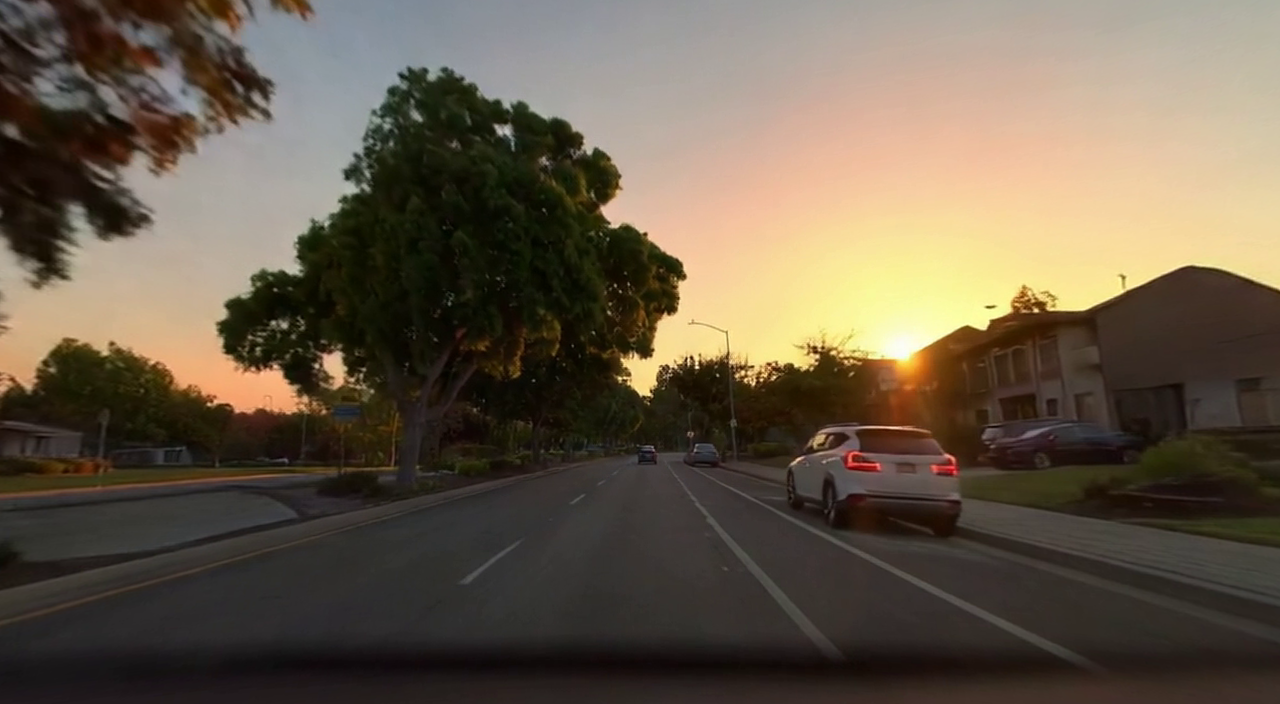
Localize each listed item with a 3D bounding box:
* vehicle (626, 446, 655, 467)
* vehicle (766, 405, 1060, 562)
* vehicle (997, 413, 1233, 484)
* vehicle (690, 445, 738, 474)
[{"bbox_3d":[0.058,7.771,46.721,2.054,1.456,4.003,0,-8,1],"label":"vehicle"},{"bbox_3d":[3.750,1.941,10.094,2.203,1.828,5.336,0,-9,-2],"label":"vehicle"},{"bbox_3d":[12.755,2.607,17.138,4.694,1.622,2.067,-2,-7,1],"label":"vehicle"},{"bbox_3d":[4.178,6.141,35.972,2.069,1.491,4.676,1,-9,-1],"label":"vehicle"}]
